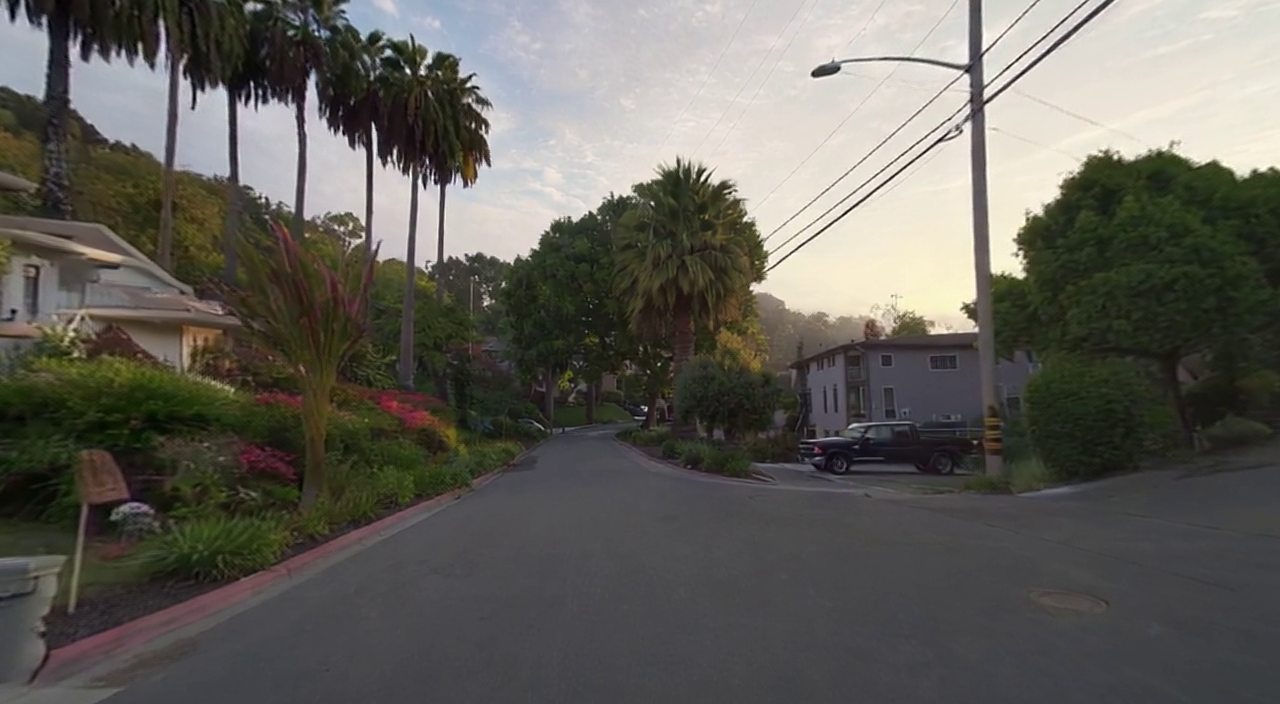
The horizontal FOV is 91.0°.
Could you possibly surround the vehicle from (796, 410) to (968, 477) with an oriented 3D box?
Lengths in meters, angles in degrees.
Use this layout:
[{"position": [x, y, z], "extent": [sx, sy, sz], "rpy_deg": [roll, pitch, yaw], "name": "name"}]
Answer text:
[{"position": [8.362, 3.208, 21.707], "extent": [5.663, 1.913, 2.170], "rpy_deg": [7, -10, -24], "name": "vehicle"}]
